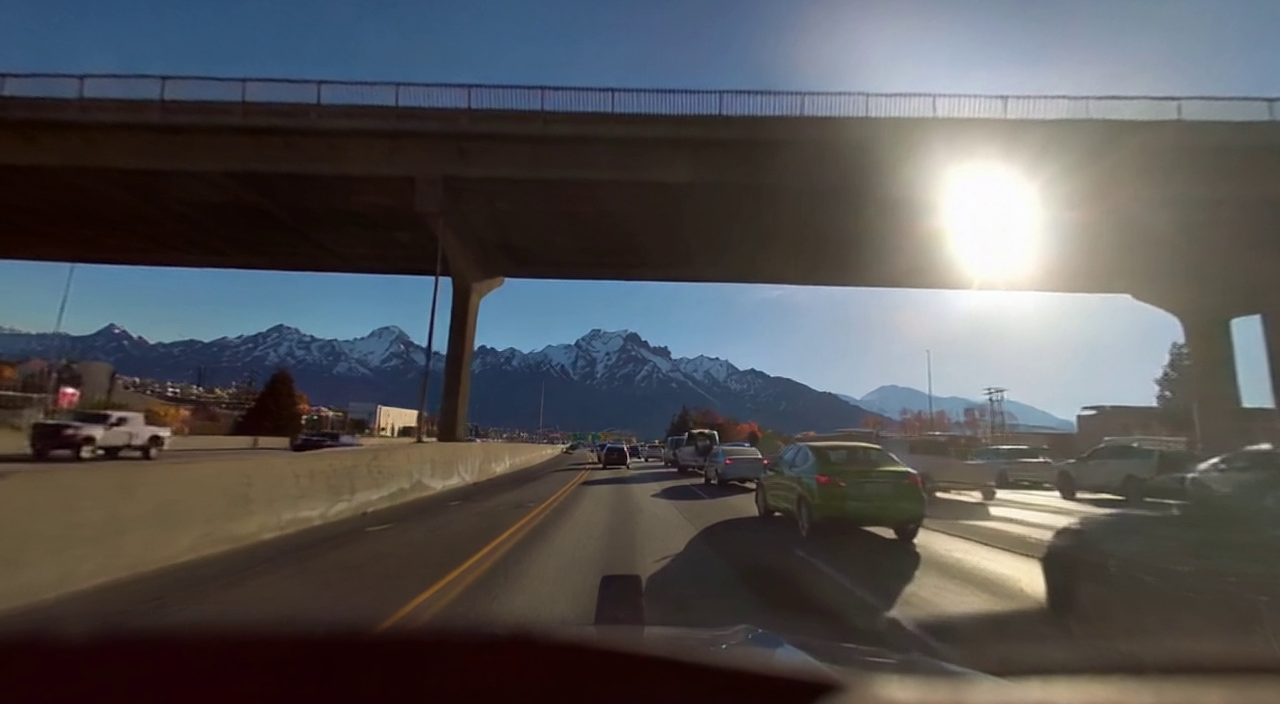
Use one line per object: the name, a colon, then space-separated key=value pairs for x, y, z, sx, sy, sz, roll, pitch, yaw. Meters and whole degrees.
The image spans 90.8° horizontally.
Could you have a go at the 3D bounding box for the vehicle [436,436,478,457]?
vehicle: x=-13.653 y=7.061 z=47.406 sx=2.045 sy=1.499 sz=4.501 roll=0 pitch=-8 yaw=-4

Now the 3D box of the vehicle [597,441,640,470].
vehicle: x=-1.203 y=5.749 z=35.318 sx=2.266 sy=1.549 sz=3.978 roll=0 pitch=-8 yaw=-1

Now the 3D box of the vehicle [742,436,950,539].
vehicle: x=3.338 y=2.288 z=11.419 sx=2.074 sy=1.455 sz=4.646 roll=0 pitch=-8 yaw=-2

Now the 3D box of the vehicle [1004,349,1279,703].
vehicle: x=4.057 y=0.795 z=2.403 sx=2.276 sy=1.739 sz=5.040 roll=0 pitch=-8 yaw=-1

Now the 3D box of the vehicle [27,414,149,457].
vehicle: x=-31.943 y=4.914 z=36.878 sx=2.245 sy=2.276 sz=5.722 roll=1 pitch=-8 yaw=-5

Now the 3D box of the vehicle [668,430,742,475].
vehicle: x=3.118 y=5.096 z=32.297 sx=2.747 sy=2.061 sz=7.011 roll=0 pitch=-8 yaw=-3
